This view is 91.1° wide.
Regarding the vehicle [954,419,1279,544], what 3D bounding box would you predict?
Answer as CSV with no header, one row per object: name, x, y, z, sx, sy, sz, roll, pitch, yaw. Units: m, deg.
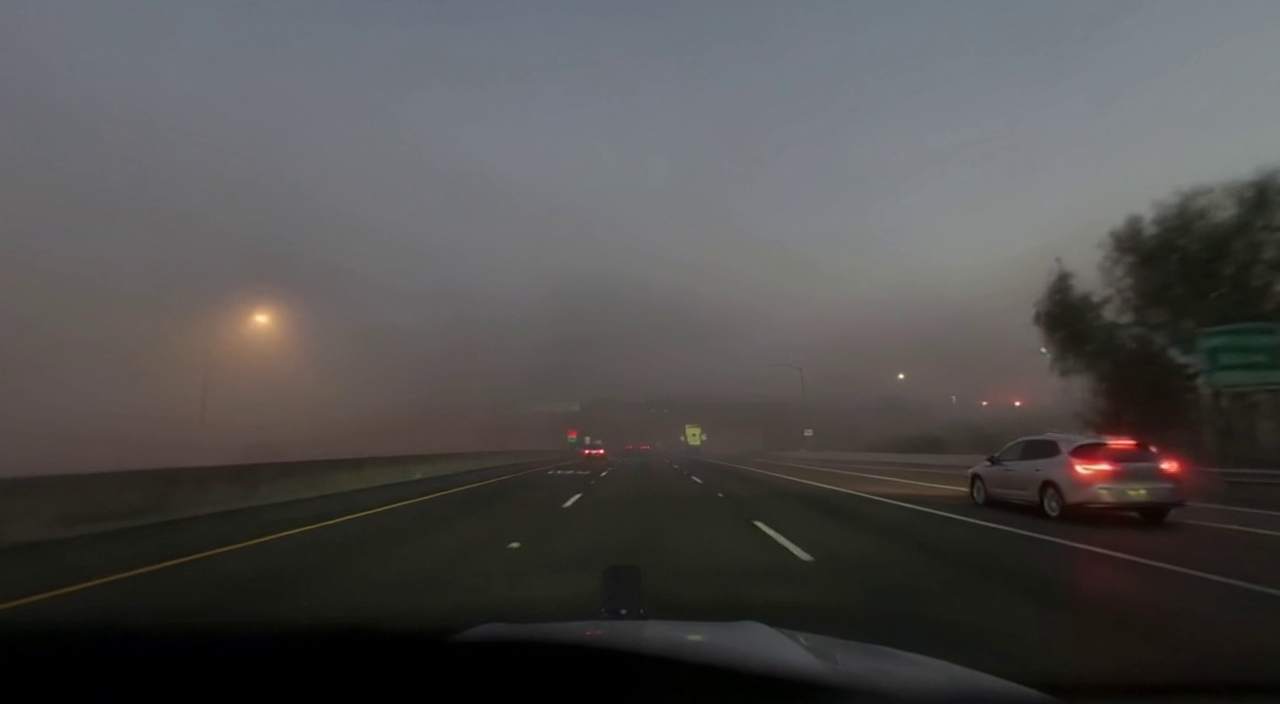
vehicle,7.578,2.037,10.610,2.032,1.601,4.863,0,-8,0

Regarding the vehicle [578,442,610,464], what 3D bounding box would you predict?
vehicle,-3.460,7.689,47.901,2.055,1.533,4.604,0,-8,1
